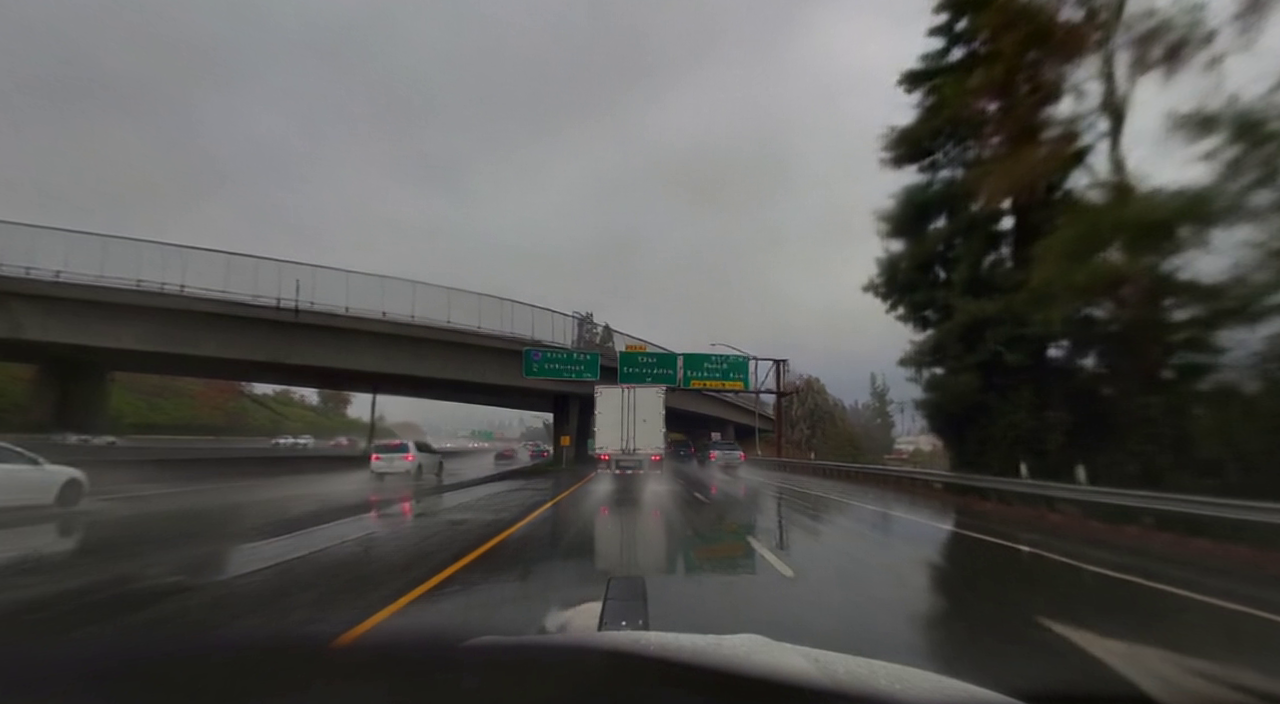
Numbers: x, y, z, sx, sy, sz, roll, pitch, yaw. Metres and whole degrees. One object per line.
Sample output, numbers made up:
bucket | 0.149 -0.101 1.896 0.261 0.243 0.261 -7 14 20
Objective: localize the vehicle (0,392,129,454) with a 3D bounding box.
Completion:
vehicle | -42.738 4.998 43.235 2.867 3.957 16.267 0 -9 -4

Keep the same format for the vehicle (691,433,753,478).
vehicle | 3.816 4.964 30.378 2.174 1.968 5.016 0 -9 -1

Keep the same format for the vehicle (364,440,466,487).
vehicle | -8.009 4.005 22.985 2.057 1.506 4.829 0 -9 -2

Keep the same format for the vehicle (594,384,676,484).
vehicle | -0.254 3.741 28.132 2.916 3.584 10.841 0 -9 -1
